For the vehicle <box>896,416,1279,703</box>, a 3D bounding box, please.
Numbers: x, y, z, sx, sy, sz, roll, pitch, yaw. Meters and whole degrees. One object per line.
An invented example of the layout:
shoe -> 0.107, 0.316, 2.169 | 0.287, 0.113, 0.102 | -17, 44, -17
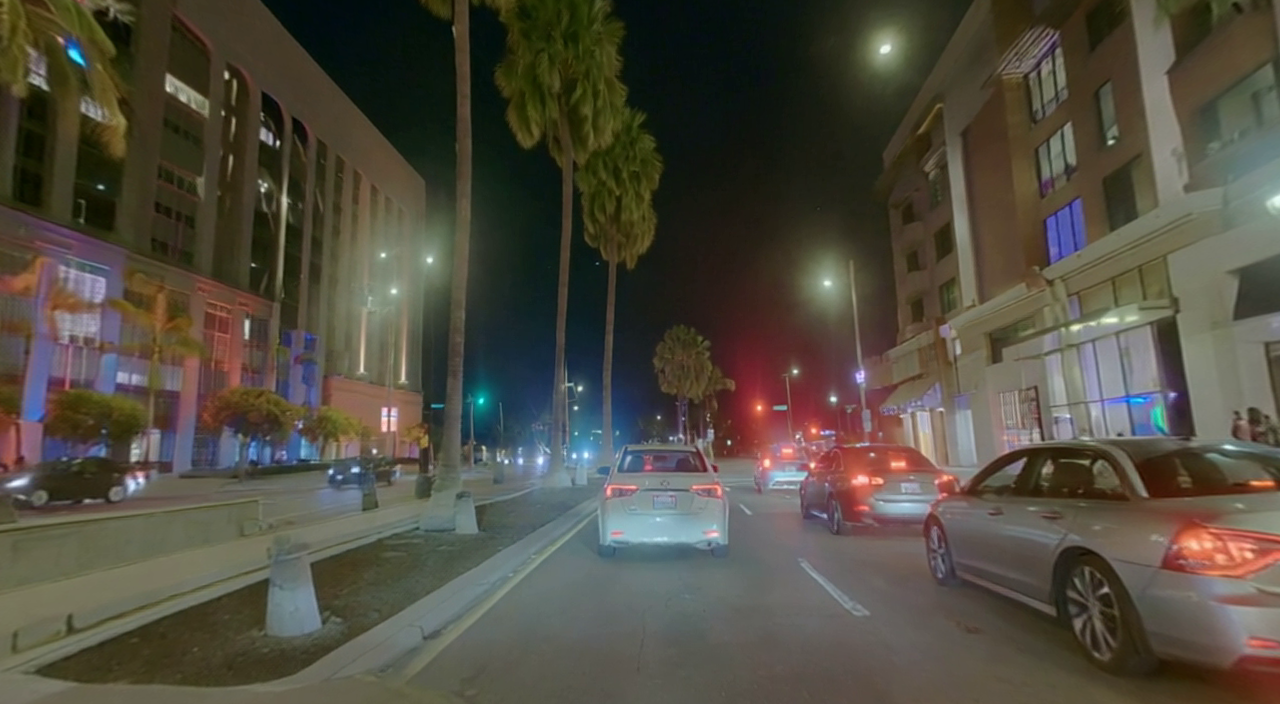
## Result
vehicle -> 3.645, 1.290, 4.500 | 1.913, 1.469, 4.425 | -1, -9, 2

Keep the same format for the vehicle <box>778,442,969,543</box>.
vehicle -> 3.968, 2.434, 11.663 | 1.920, 1.490, 4.417 | 0, -9, 1

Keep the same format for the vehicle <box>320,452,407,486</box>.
vehicle -> -14.634, 6.187, 33.754 | 2.078, 1.662, 4.436 | -2, -9, 9

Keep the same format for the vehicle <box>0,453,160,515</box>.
vehicle -> -16.831, 3.821, 18.721 | 1.801, 1.563, 4.015 | -1, -9, 6

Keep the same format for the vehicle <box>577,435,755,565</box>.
vehicle -> 0.367, 2.020, 9.314 | 2.078, 1.503, 3.681 | -1, -9, 2
